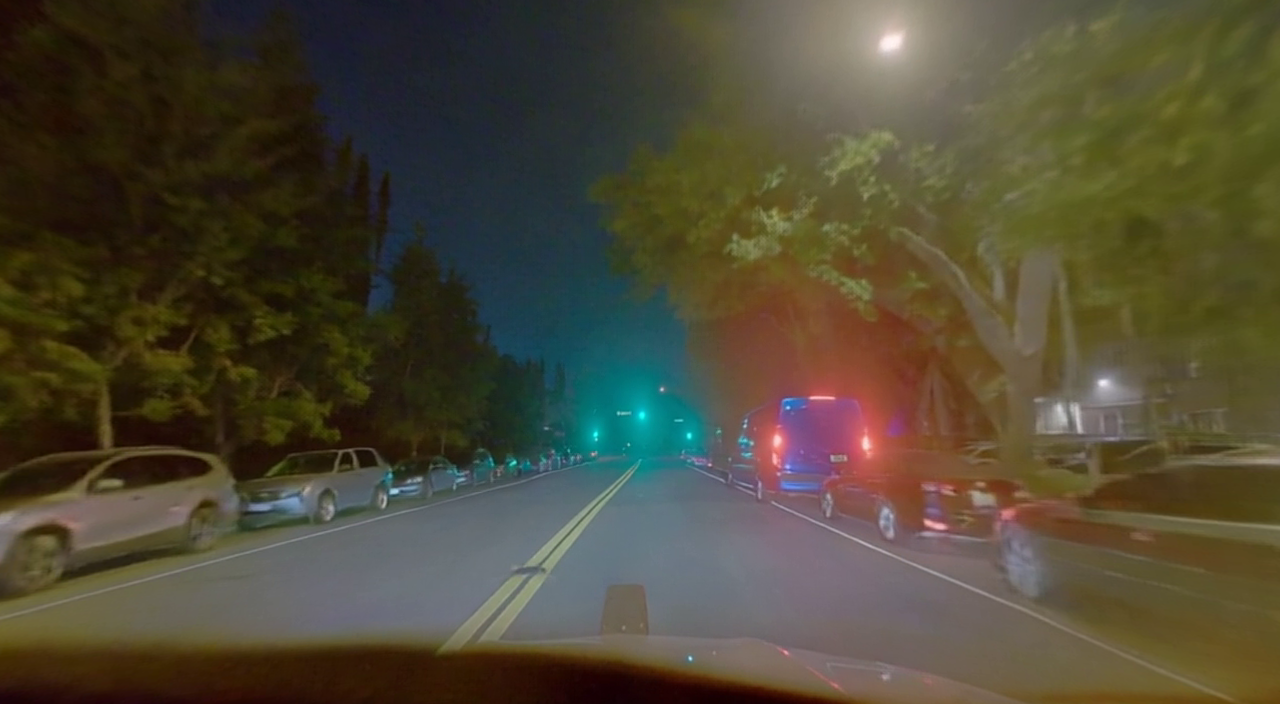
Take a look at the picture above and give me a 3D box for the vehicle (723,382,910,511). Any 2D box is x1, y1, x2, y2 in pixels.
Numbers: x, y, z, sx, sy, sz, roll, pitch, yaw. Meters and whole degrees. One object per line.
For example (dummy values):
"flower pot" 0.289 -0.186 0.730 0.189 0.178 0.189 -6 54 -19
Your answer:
"vehicle" 4.441 2.627 17.732 3.089 2.882 6.770 0 -9 -1

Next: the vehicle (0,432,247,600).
"vehicle" -7.111 1.829 7.737 1.874 1.607 4.174 -1 -8 0

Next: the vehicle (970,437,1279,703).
"vehicle" 4.352 1.281 4.066 1.762 1.444 4.906 0 -8 0

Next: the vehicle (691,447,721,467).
"vehicle" 4.978 7.929 47.871 1.849 1.415 4.181 0 -8 1

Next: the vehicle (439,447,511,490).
"vehicle" -6.695 4.739 25.976 1.832 1.439 4.337 -2 -7 -1

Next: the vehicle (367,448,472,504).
"vehicle" -6.904 3.885 20.251 1.718 1.435 4.370 -3 -8 2

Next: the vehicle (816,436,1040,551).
"vehicle" 4.426 2.192 10.536 1.764 1.494 4.248 0 -8 1

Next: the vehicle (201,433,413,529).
"vehicle" -7.049 2.741 14.138 1.984 1.745 4.866 -1 -8 2
